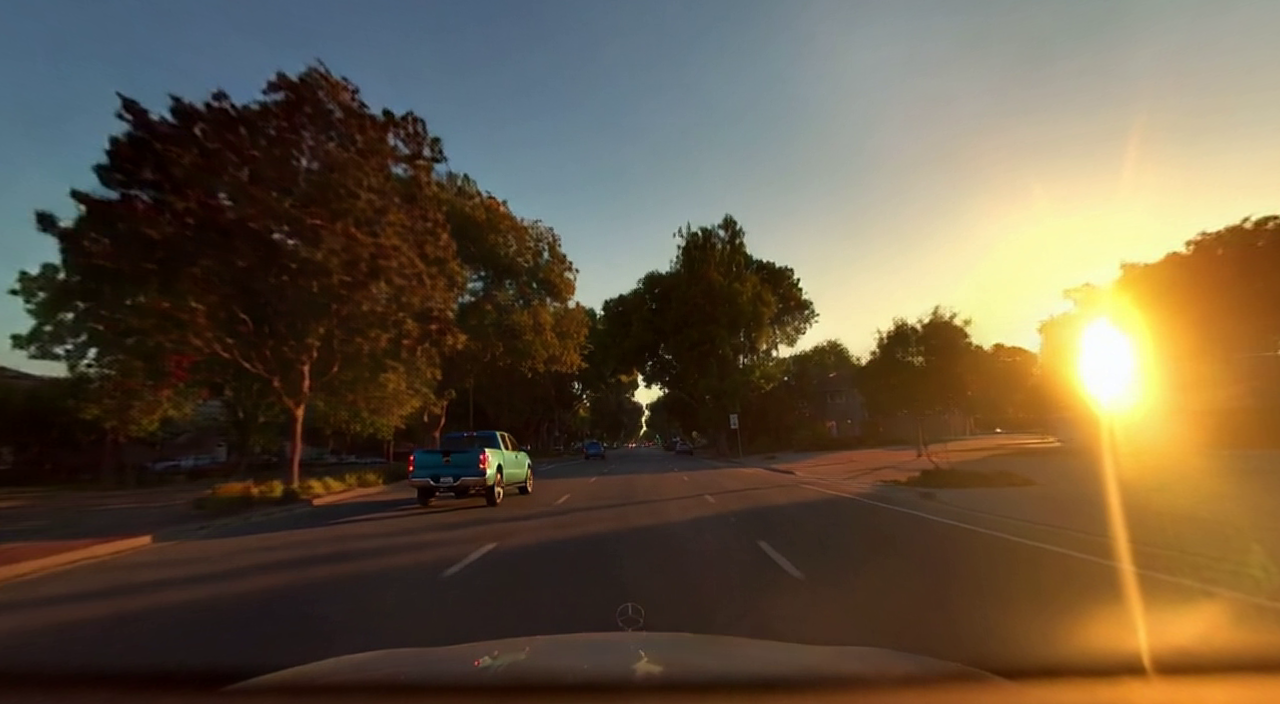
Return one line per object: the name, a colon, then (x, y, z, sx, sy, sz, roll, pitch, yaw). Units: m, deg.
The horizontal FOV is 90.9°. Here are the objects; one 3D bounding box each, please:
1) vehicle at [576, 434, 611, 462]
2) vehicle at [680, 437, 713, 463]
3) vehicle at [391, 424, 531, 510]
vehicle: (-3.422, 7.201, 47.178, 2.230, 1.987, 4.385, 0, -8, 2)
vehicle: (4.051, 7.145, 46.000, 2.016, 1.736, 4.356, 0, -8, 0)
vehicle: (-4.094, 2.708, 15.360, 2.002, 1.747, 4.728, 0, -8, 0)
